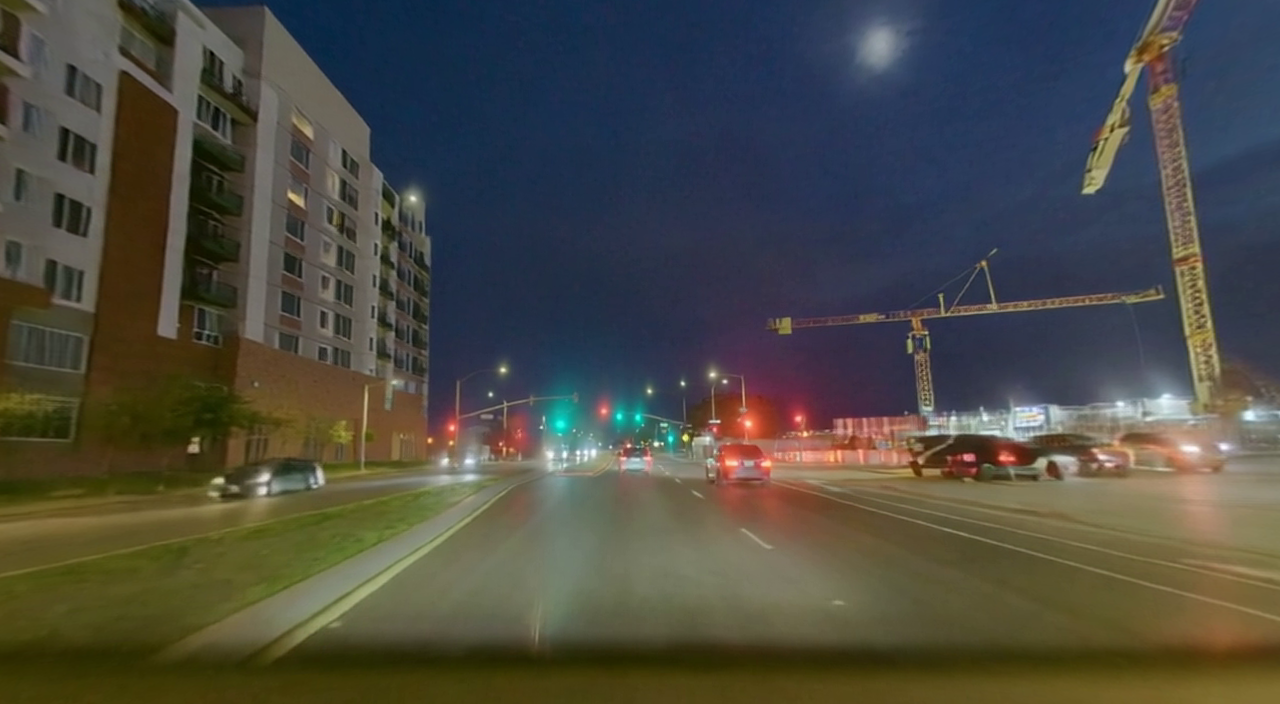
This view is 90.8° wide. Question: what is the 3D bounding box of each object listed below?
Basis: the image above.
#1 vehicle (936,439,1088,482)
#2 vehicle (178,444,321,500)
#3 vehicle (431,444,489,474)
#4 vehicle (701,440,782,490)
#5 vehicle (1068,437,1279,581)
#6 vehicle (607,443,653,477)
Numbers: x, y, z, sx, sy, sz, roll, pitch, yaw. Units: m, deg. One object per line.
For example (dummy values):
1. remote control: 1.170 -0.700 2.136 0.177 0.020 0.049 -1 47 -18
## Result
1. vehicle: 13.390 3.925 22.950 4.256 1.469 1.869 -1 -9 2
2. vehicle: -13.061 4.007 21.558 1.929 1.686 4.547 -1 -9 1
3. vehicle: -10.579 6.285 37.398 1.973 1.646 4.427 -1 -9 2
4. vehicle: 3.242 3.700 21.027 1.910 1.474 4.003 0 -9 -2
5. vehicle: 7.459 1.700 7.160 1.893 1.455 4.571 0 -9 -2
6. vehicle: -0.470 5.044 29.680 2.006 1.487 3.535 0 -9 -1
